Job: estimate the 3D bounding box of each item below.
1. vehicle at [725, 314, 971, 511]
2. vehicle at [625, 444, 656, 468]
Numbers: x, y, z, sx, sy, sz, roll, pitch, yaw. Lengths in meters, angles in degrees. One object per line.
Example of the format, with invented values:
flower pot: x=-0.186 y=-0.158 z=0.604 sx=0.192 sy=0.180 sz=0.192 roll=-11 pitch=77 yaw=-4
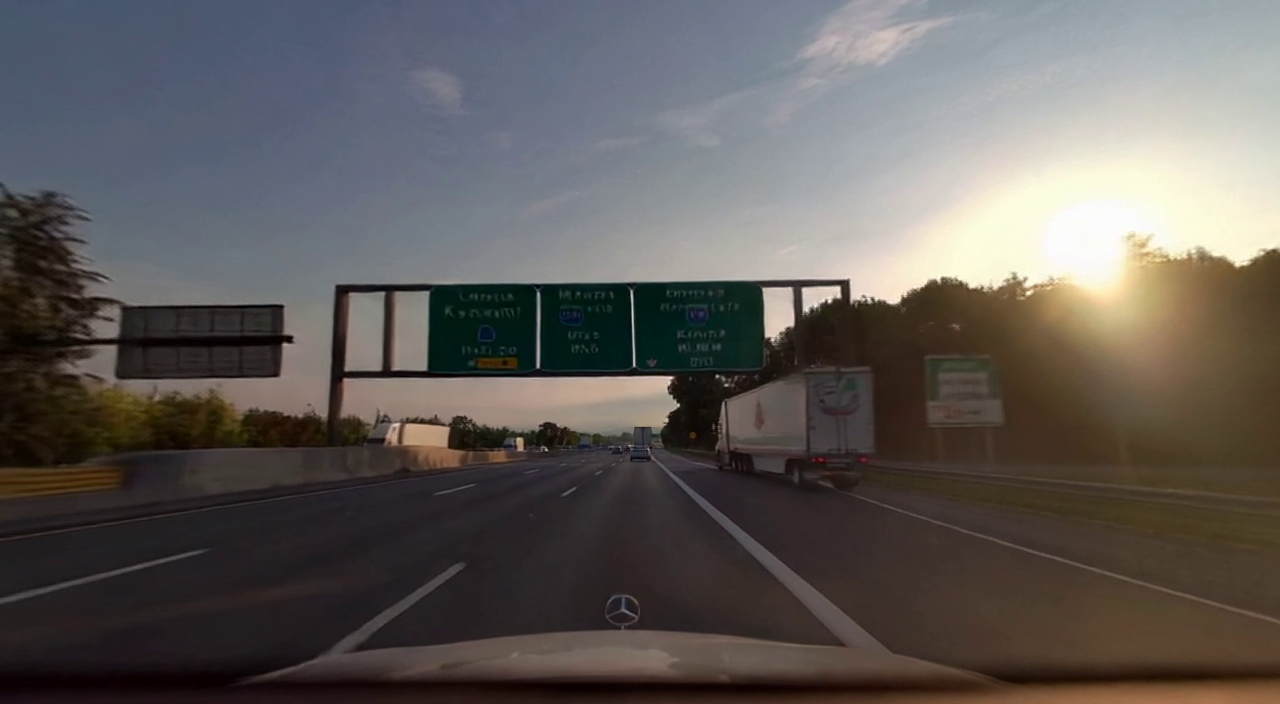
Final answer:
vehicle: x=5.248 y=2.307 z=20.274 sx=2.893 sy=4.114 sz=14.332 roll=0 pitch=-9 yaw=-1
vehicle: x=0.037 y=6.836 z=41.656 sx=1.972 sy=1.492 sz=3.697 roll=0 pitch=-9 yaw=0
